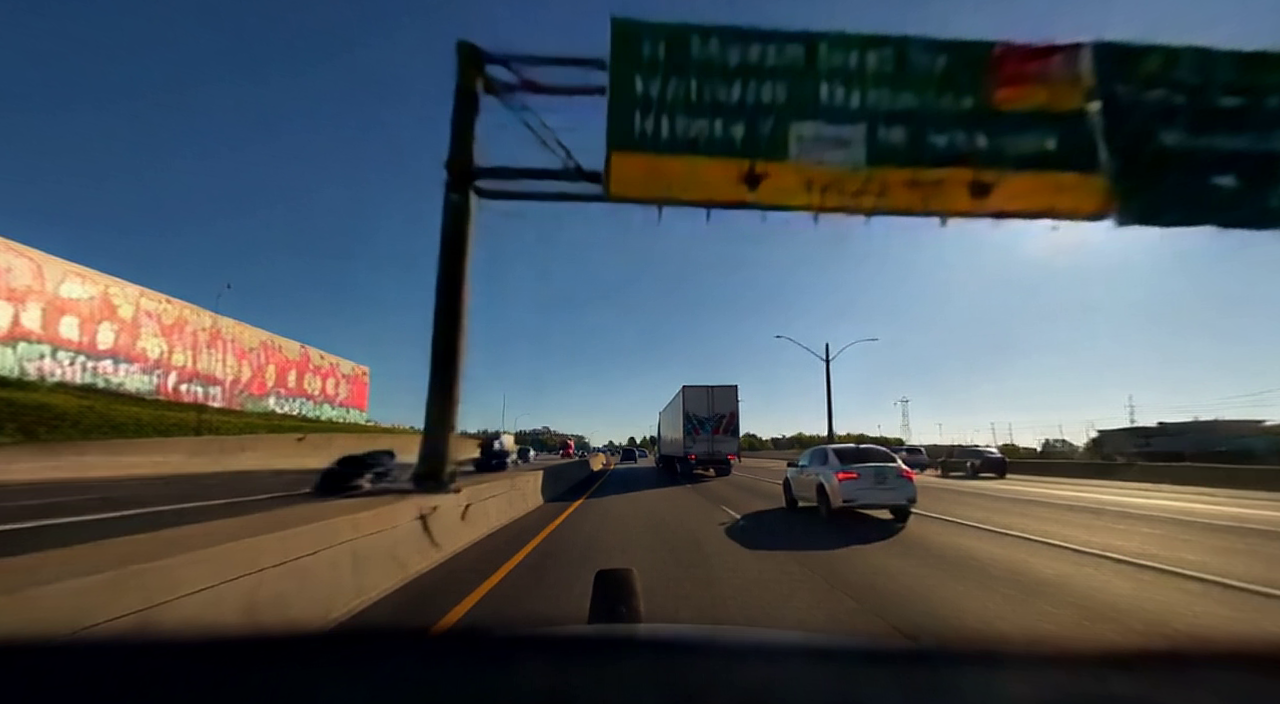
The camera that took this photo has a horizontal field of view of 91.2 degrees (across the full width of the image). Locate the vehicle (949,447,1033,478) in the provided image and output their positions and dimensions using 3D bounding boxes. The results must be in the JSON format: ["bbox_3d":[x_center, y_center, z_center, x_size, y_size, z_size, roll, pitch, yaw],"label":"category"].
[{"bbox_3d":[18.530,5.861,33.373,1.811,1.499,4.472,0,-9,-1],"label":"vehicle"}]

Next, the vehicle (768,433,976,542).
[{"bbox_3d":[3.928,2.380,11.639,2.085,1.588,4.436,0,-9,-1],"label":"vehicle"}]

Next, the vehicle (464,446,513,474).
[{"bbox_3d":[-8.882,6.381,37.105,1.892,1.508,3.980,0,-9,0],"label":"vehicle"}]

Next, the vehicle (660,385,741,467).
[{"bbox_3d":[3.503,5.309,42.117,3.317,4.314,17.803,0,-9,-1],"label":"vehicle"}]

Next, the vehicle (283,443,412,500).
[{"bbox_3d":[-8.677,3.561,19.091,1.874,1.494,4.394,0,-9,-1],"label":"vehicle"}]
